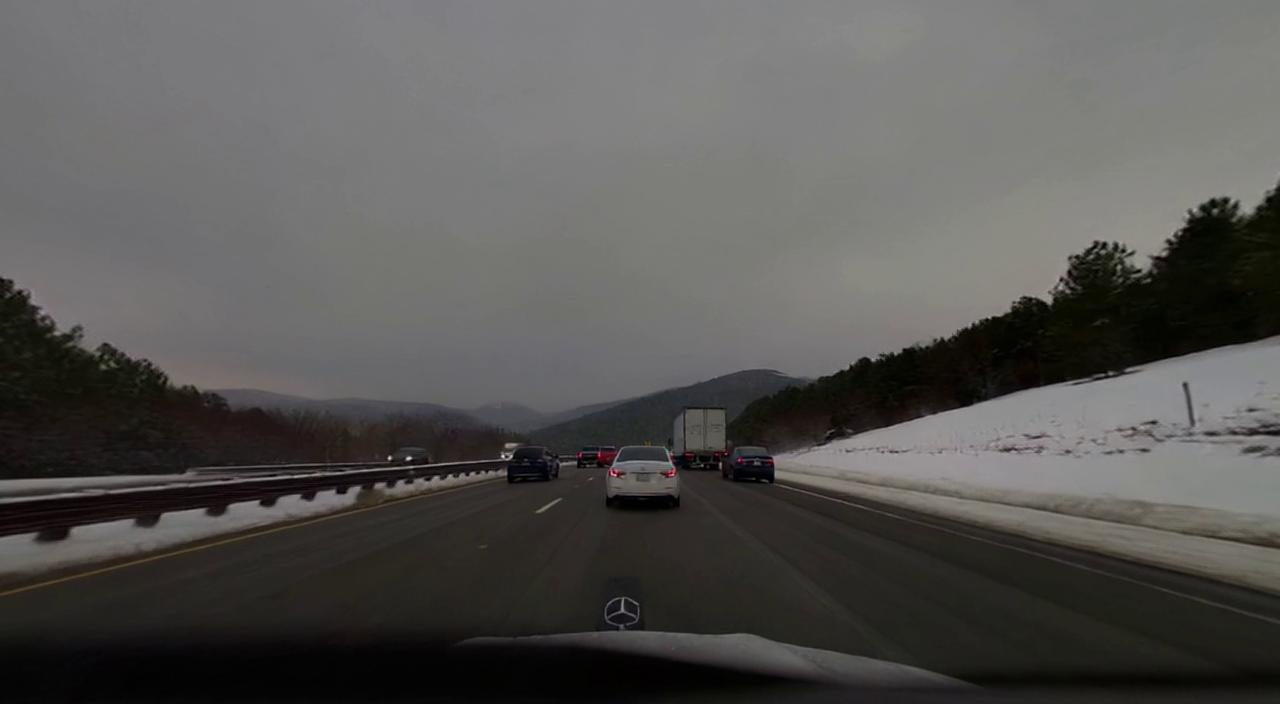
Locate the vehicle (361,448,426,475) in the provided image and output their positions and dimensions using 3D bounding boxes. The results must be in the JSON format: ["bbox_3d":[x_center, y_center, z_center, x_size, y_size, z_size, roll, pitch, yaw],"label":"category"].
[{"bbox_3d":[-15.157,6.739,39.042,1.959,1.574,4.844,0,-9,1],"label":"vehicle"}]

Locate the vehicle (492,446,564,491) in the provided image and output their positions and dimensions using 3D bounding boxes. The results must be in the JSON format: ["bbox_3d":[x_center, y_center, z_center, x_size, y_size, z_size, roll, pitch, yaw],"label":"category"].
[{"bbox_3d":[-4.013,4.225,23.200,1.848,1.486,3.832,-1,-9,2],"label":"vehicle"}]

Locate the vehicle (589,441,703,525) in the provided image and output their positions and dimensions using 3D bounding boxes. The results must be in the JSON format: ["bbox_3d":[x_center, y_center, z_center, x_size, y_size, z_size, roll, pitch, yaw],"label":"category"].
[{"bbox_3d":[0.106,2.641,13.198,2.041,1.484,3.535,0,-9,0],"label":"vehicle"}]

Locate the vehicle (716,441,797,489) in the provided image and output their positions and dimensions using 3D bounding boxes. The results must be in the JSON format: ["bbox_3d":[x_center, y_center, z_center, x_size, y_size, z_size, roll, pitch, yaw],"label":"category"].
[{"bbox_3d":[4.117,4.082,23.052,2.029,1.579,4.484,0,-9,-1],"label":"vehicle"}]
